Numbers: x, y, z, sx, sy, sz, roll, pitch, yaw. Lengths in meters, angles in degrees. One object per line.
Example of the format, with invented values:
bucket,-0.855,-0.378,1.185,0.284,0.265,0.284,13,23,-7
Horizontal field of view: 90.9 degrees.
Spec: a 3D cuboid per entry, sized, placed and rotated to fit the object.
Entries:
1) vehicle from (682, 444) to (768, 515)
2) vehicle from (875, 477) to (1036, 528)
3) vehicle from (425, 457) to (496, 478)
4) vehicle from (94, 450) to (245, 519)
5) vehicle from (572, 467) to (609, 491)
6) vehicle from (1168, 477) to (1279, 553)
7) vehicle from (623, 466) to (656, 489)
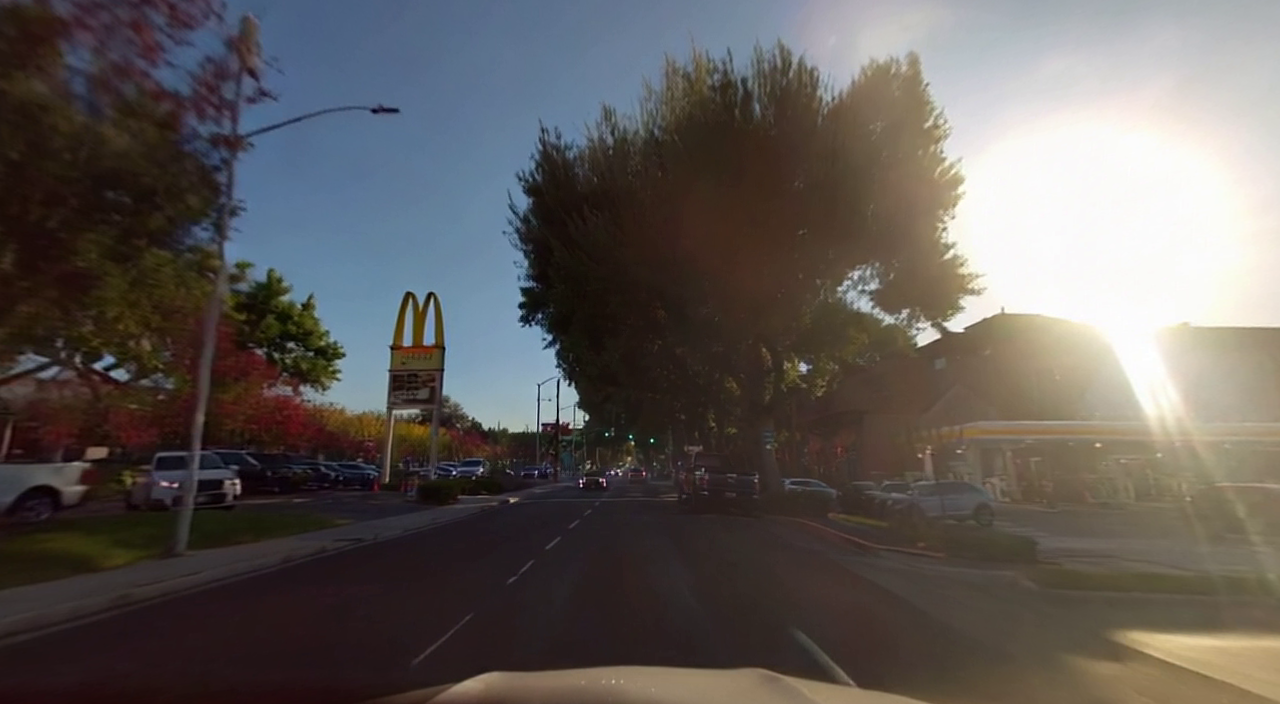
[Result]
vehicle,2.698,4.278,21.407,2.153,2.074,5.188,1,-10,-1
vehicle,9.899,4.738,20.020,4.123,1.446,1.807,1,-10,-1
vehicle,-13.360,8.619,47.106,4.677,1.478,1.904,0,-10,4
vehicle,-12.290,3.419,16.517,2.871,1.604,1.710,10,-14,-41
vehicle,-3.245,8.434,41.951,1.999,1.467,4.256,0,-10,1
vehicle,15.393,3.865,15.105,2.096,1.611,3.912,0,-10,3
vehicle,0.008,8.618,43.375,1.993,1.454,3.810,0,-10,4
